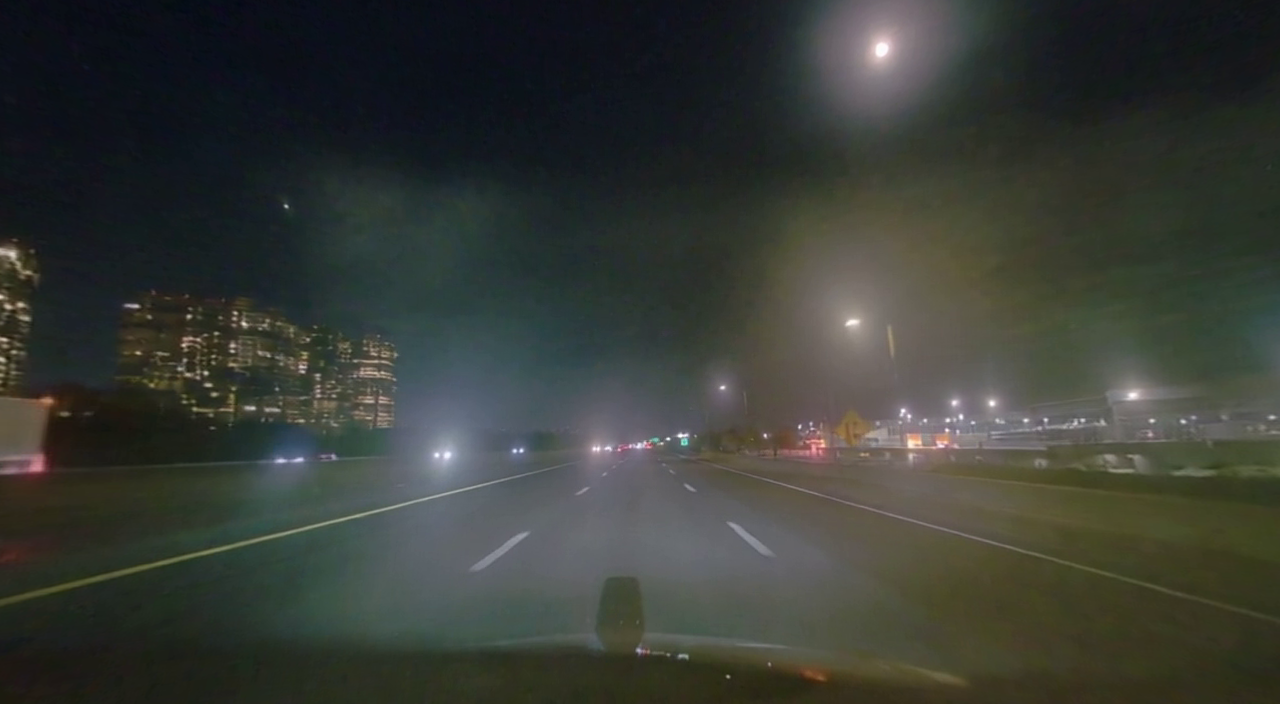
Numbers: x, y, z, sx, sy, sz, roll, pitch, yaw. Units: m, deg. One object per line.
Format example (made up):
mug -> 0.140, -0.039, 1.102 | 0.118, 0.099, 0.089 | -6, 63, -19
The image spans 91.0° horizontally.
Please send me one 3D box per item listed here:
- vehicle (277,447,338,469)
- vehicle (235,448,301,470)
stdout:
vehicle -> -24.378, 7.742, 46.347 | 1.925, 1.527, 4.646 | 0, -9, 1
vehicle -> -28.171, 8.089, 47.922 | 2.049, 1.517, 4.763 | 0, -9, 1
